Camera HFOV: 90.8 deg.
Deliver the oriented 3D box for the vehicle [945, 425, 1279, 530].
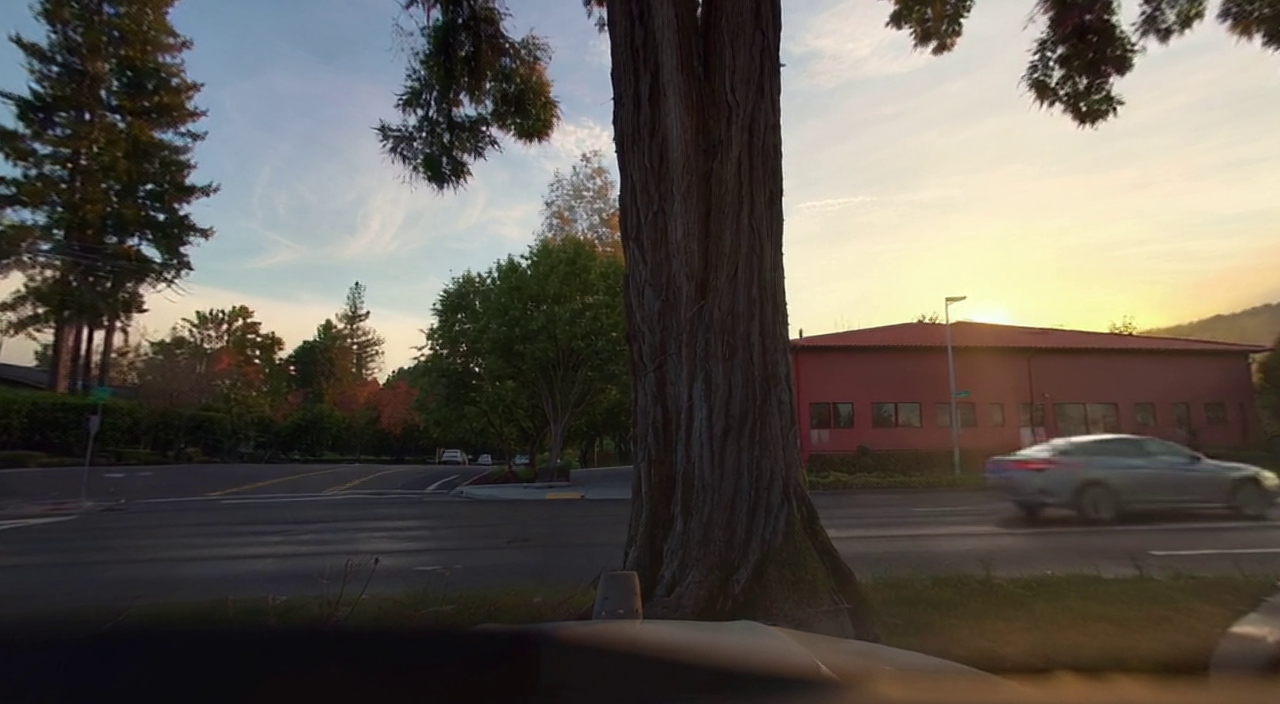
[{"bbox_3d":[7.707,1.963,10.259,4.426,1.451,2.124,1,-9,-7],"label":"vehicle"}]
